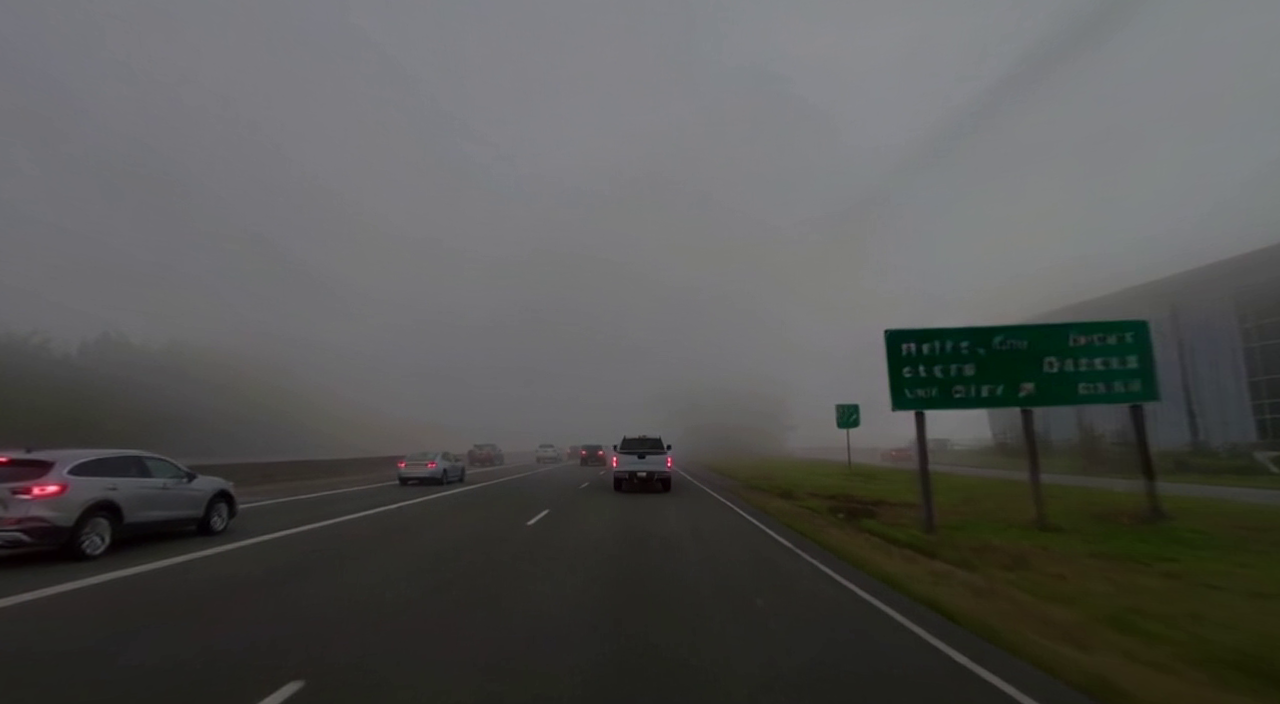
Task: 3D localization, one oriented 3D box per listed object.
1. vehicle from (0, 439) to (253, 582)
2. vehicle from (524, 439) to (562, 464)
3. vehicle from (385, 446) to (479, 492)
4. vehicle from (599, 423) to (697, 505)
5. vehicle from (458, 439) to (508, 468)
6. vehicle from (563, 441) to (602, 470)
[{"bbox_3d":[-7.505,1.925,8.447,1.864,1.458,4.295,0,-9,0],"label":"vehicle"},{"bbox_3d":[-7.455,7.713,48.963,2.106,1.816,4.936,0,-9,0],"label":"vehicle"},{"bbox_3d":[-7.267,4.108,22.508,1.869,1.466,4.217,0,-9,1],"label":"vehicle"},{"bbox_3d":[0.182,2.774,15.948,2.152,1.779,3.924,0,-9,0],"label":"vehicle"},{"bbox_3d":[-11.223,7.291,45.539,2.157,1.941,5.544,0,-9,0],"label":"vehicle"},{"bbox_3d":[-3.414,6.256,38.297,1.952,1.649,4.131,0,-9,1],"label":"vehicle"}]
